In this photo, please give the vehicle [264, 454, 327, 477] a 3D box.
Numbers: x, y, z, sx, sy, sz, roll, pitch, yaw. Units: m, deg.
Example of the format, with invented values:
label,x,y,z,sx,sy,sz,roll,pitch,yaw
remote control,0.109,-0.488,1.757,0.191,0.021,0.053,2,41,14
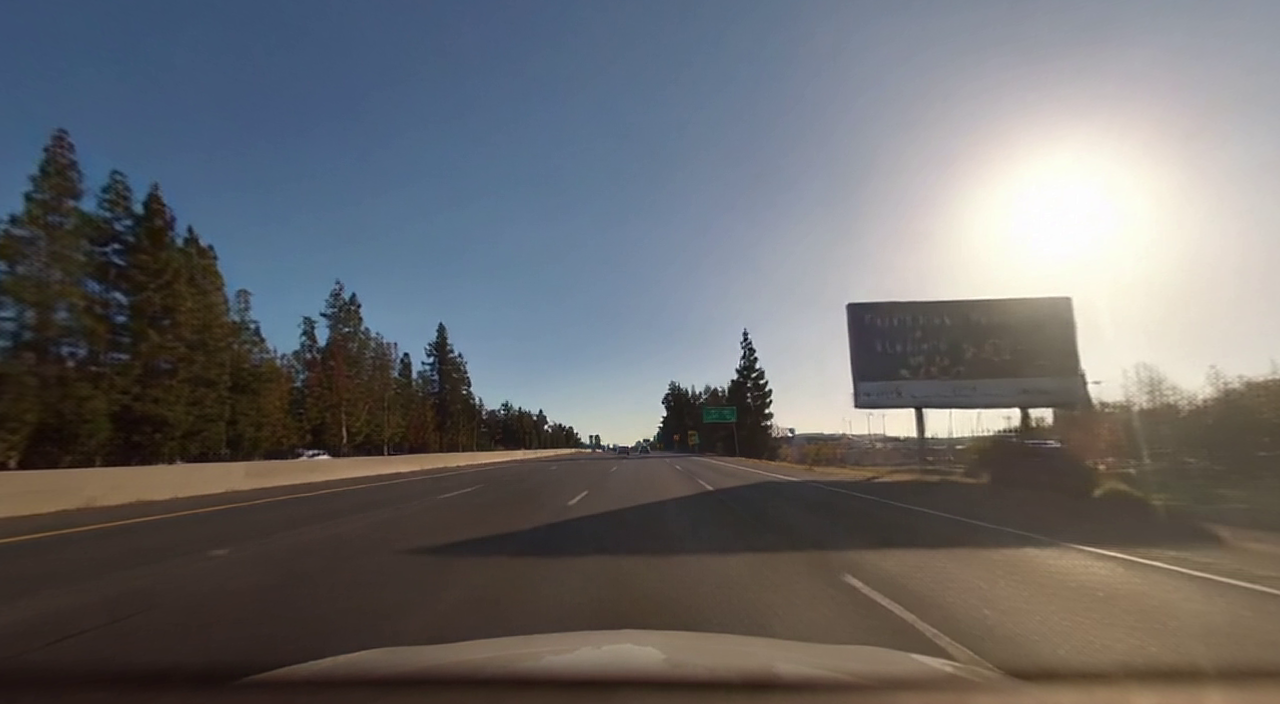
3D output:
label,x,y,z,sx,sy,sz,roll,pitch,yaw
vehicle,-24.459,8.051,44.806,1.918,1.465,4.515,0,-9,0
